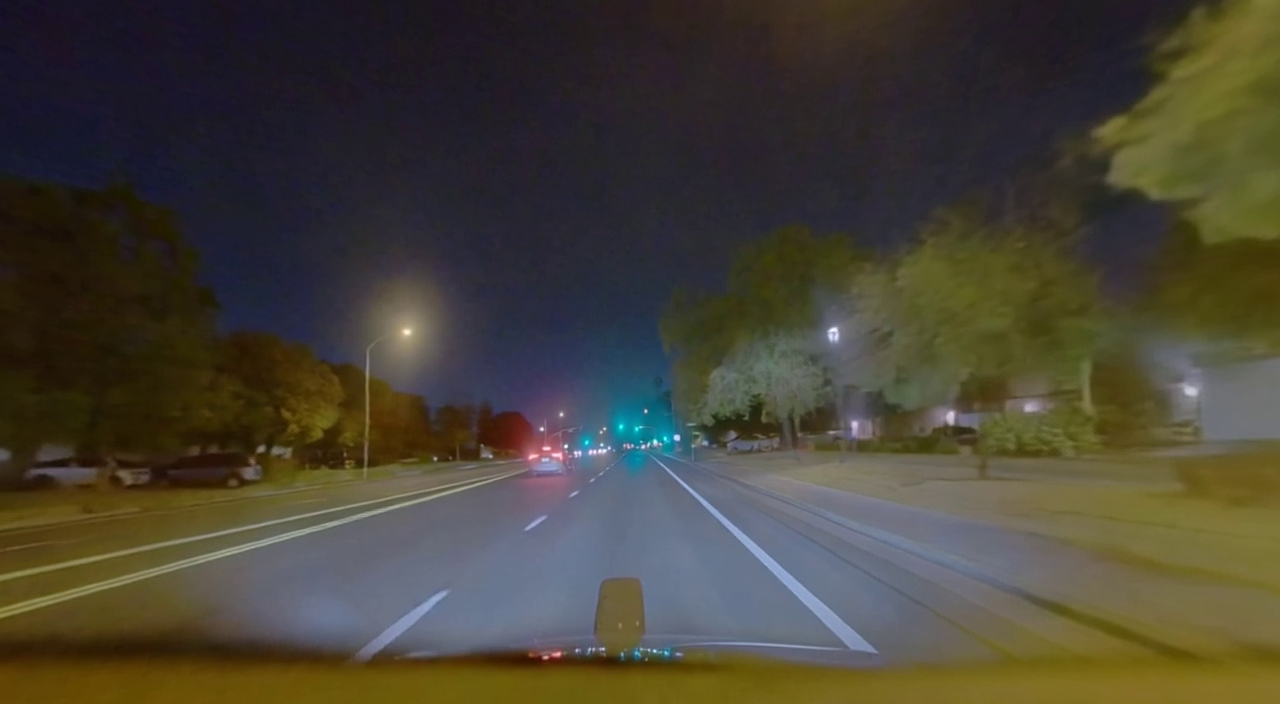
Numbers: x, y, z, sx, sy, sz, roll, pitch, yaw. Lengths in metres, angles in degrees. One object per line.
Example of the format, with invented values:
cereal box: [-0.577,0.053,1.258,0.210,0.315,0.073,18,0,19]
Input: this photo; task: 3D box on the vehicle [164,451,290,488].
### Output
vehicle: [-20.894,5.933,32.150,4.866,1.749,2.158,0,-9,1]

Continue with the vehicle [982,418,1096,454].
vehicle: [17.172,3.680,27.476,1.784,1.411,4.402,0,-9,-5]

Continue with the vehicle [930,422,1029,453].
vehicle: [19.941,5.056,37.292,4.605,1.480,1.994,-3,-8,1]

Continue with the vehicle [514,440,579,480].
vehicle: [-3.716,4.381,25.915,2.030,1.467,4.251,0,-9,0]

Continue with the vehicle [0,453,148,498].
vehicle: [-26.205,5.575,28.705,6.046,1.942,2.085,-1,-9,3]

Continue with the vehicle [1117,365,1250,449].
vehicle: [17.637,1.988,20.902,2.153,2.355,5.958,-5,-10,30]
